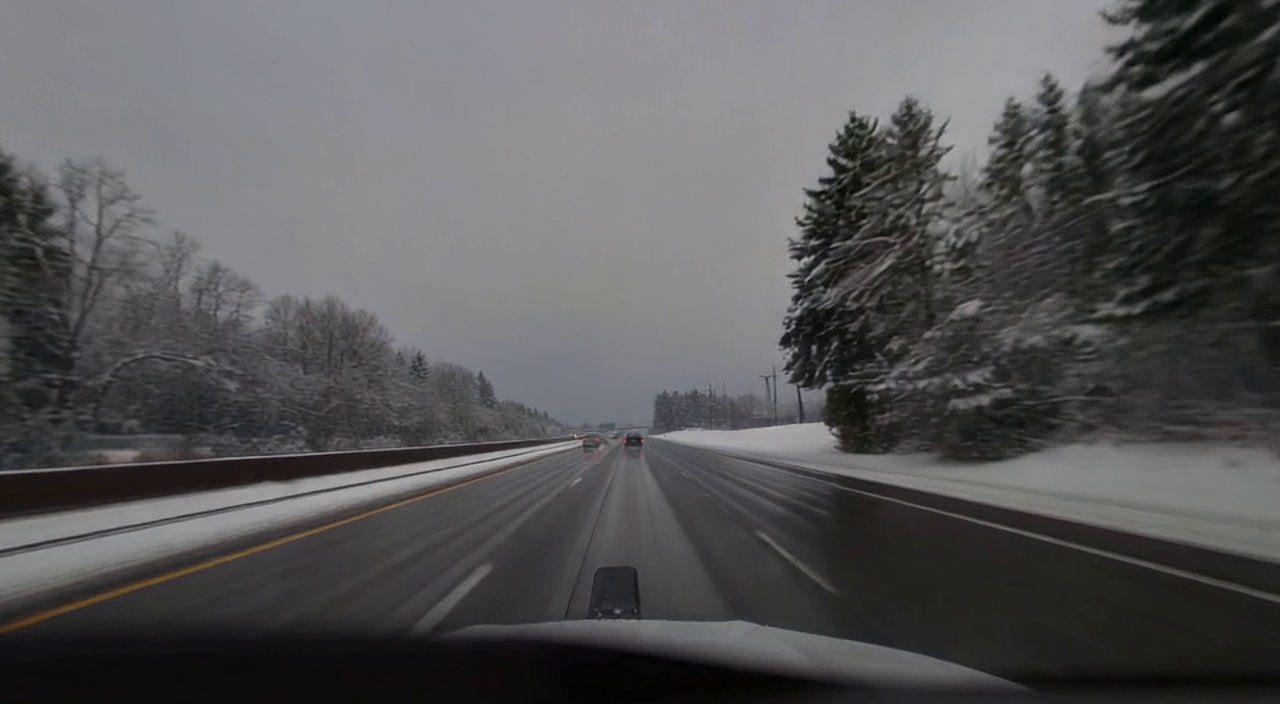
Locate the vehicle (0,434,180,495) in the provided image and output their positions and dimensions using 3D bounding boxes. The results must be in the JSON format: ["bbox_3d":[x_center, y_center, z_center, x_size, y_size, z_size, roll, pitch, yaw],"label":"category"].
[{"bbox_3d":[-17.364,3.459,20.050,1.963,1.688,4.677,0,-8,-1],"label":"vehicle"}]

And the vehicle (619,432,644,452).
[{"bbox_3d":[-0.662,7.109,49.753,1.890,1.472,3.716,0,-8,-1],"label":"vehicle"}]
